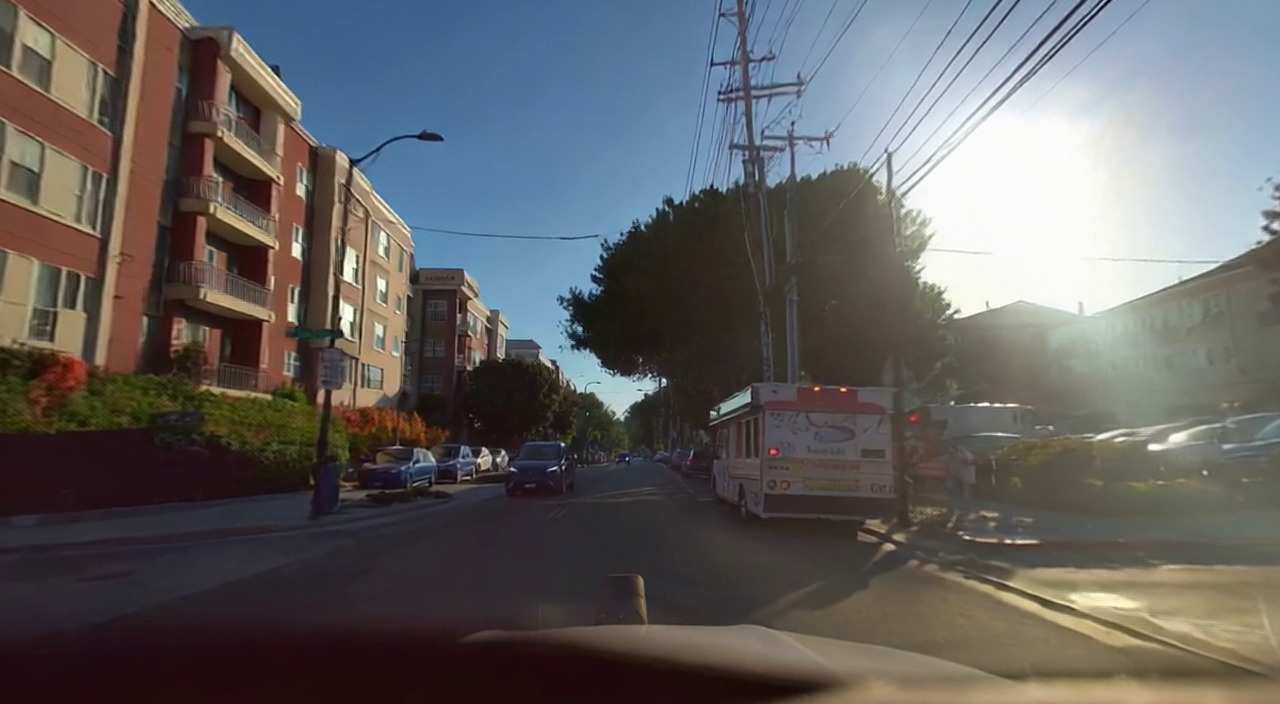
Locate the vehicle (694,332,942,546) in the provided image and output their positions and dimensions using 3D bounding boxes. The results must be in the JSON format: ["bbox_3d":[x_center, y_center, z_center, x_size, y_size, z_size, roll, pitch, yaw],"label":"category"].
[{"bbox_3d":[3.085,1.893,13.781,2.886,3.321,7.809,0,-8,-2],"label":"vehicle"}]

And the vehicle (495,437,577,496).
[{"bbox_3d":[-3.283,3.704,20.835,1.952,1.708,4.096,0,-8,1],"label":"vehicle"}]

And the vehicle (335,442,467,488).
[{"bbox_3d":[-10.329,4.931,27.678,5.093,1.855,2.338,3,-10,-19],"label":"vehicle"}]

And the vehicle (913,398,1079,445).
[{"bbox_3d":[11.570,2.313,20.738,4.396,1.459,1.749,0,-8,-1],"label":"vehicle"}]

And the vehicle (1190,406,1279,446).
[{"bbox_3d":[23.812,2.803,23.668,4.641,1.441,1.745,0,-8,2],"label":"vehicle"}]
